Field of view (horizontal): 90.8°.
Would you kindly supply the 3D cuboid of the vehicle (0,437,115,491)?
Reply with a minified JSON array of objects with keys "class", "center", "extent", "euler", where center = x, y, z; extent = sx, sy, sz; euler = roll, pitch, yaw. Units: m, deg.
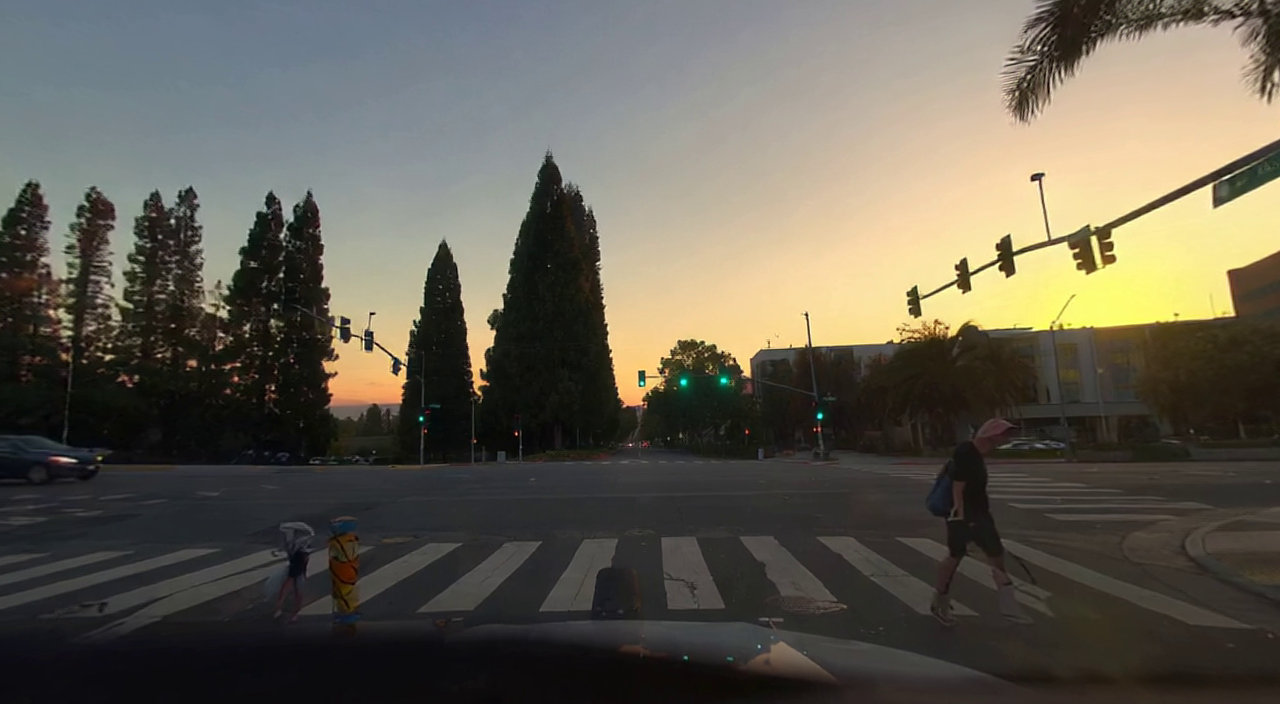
[{"class":"vehicle","center":[-18.769,3.315,18.810],"extent":[4.502,1.512,1.917],"euler":[0,-9,0]}]
